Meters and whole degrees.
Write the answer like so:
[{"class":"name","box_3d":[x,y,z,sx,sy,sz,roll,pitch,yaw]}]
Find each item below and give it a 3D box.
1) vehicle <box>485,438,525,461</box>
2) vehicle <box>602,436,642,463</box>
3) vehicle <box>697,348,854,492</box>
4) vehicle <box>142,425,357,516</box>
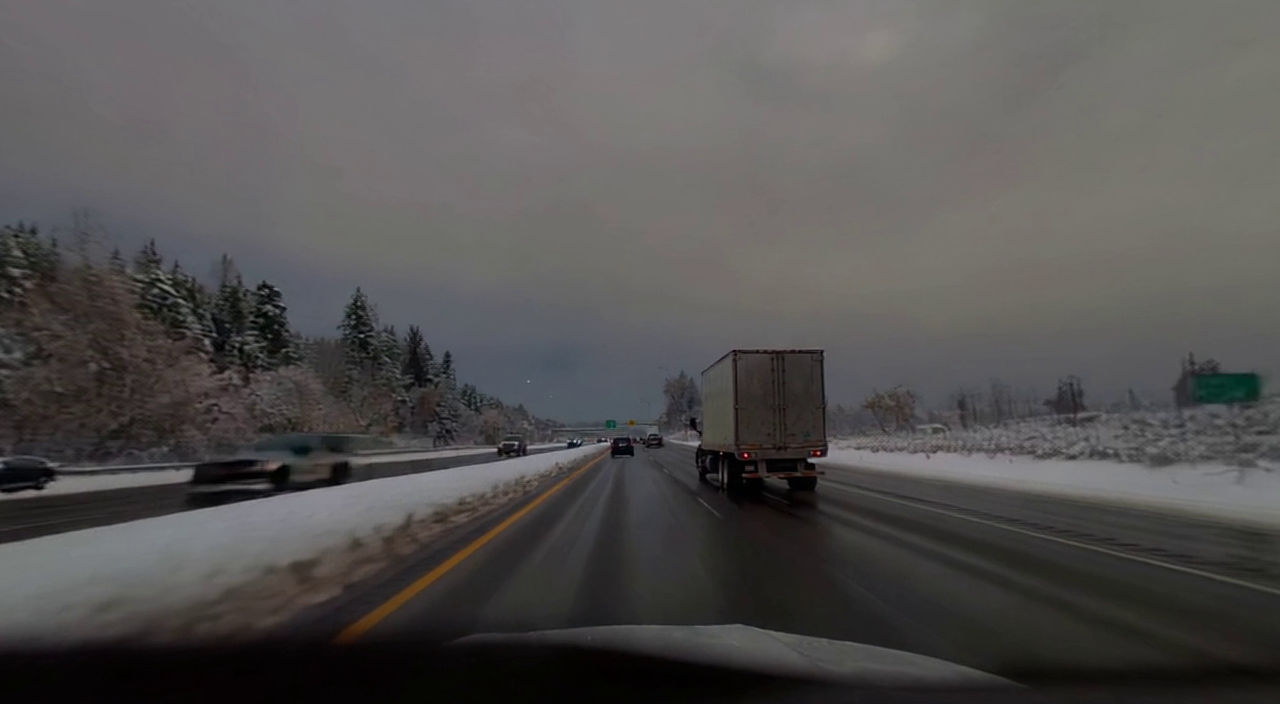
[{"class":"vehicle","box_3d":[-10.163,7.355,47.832,1.990,1.588,4.607,0,-8,0]},{"class":"vehicle","box_3d":[-1.024,5.734,37.244,2.259,1.466,3.693,0,-8,-1]},{"class":"vehicle","box_3d":[3.695,2.198,19.644,2.921,3.526,8.207,0,-8,-1]},{"class":"vehicle","box_3d":[-8.765,2.655,14.824,2.035,1.768,4.740,0,-8,-1]}]
